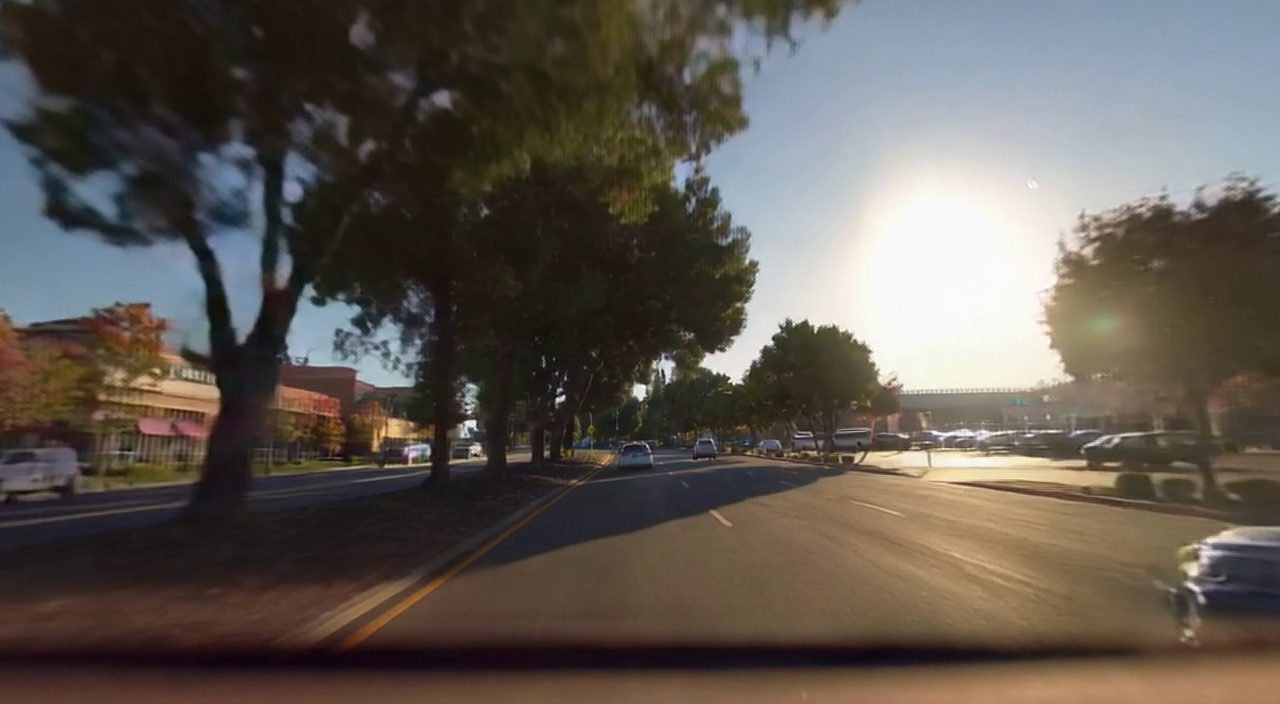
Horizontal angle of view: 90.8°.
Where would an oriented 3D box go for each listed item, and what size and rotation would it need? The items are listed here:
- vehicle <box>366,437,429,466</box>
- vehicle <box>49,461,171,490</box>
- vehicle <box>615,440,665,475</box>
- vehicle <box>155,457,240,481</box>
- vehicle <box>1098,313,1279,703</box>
[{"bbox_3d":[-17.029,7.028,44.691,2.195,1.911,5.549,0,-8,0],"label":"vehicle"},{"bbox_3d":[-29.170,6.791,34.883,4.702,1.471,2.215,0,-8,0],"label":"vehicle"},{"bbox_3d":[-0.027,4.708,28.491,2.126,1.475,3.967,0,-8,-1],"label":"vehicle"},{"bbox_3d":[-30.128,7.977,43.078,4.309,1.468,2.014,-1,-9,2],"label":"vehicle"},{"bbox_3d":[3.178,0.512,0.621,2.110,1.698,4.397,0,-8,0],"label":"vehicle"}]
